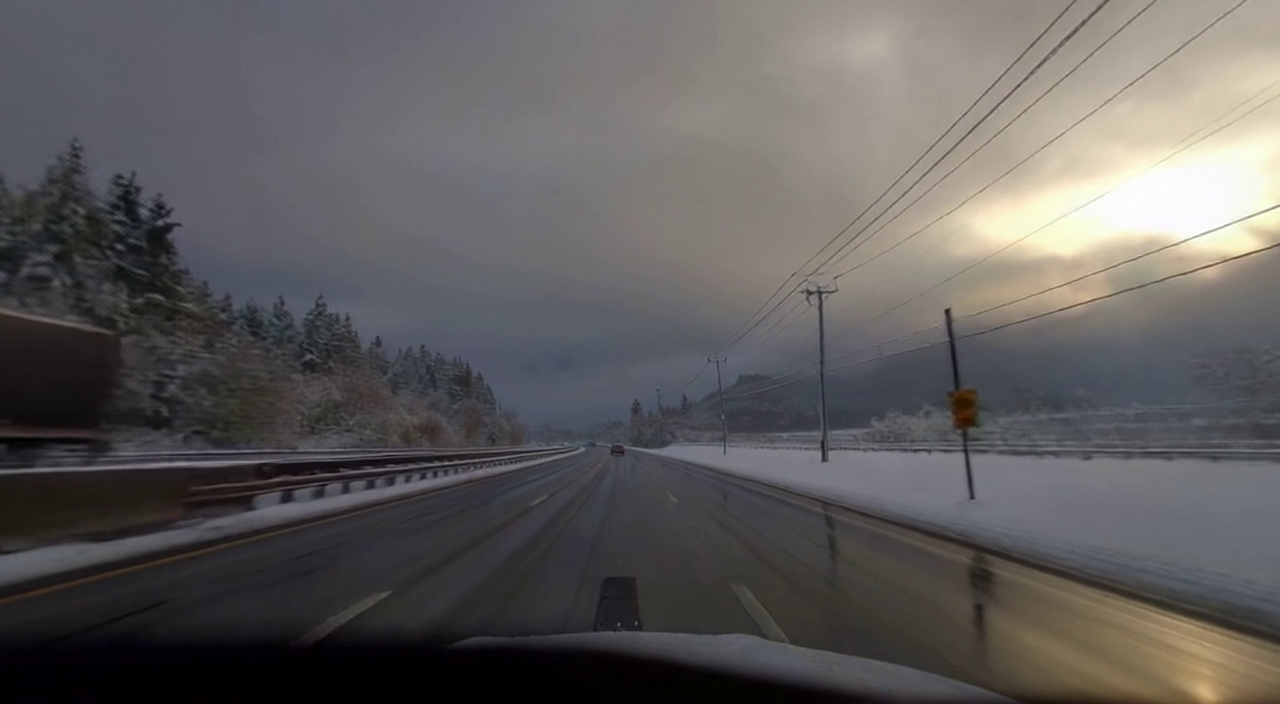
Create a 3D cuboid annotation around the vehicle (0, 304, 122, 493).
[{"bbox_3d":[-15.459,0.429,9.849,2.967,4.109,13.823,0,-9,-1],"label":"vehicle"}]
